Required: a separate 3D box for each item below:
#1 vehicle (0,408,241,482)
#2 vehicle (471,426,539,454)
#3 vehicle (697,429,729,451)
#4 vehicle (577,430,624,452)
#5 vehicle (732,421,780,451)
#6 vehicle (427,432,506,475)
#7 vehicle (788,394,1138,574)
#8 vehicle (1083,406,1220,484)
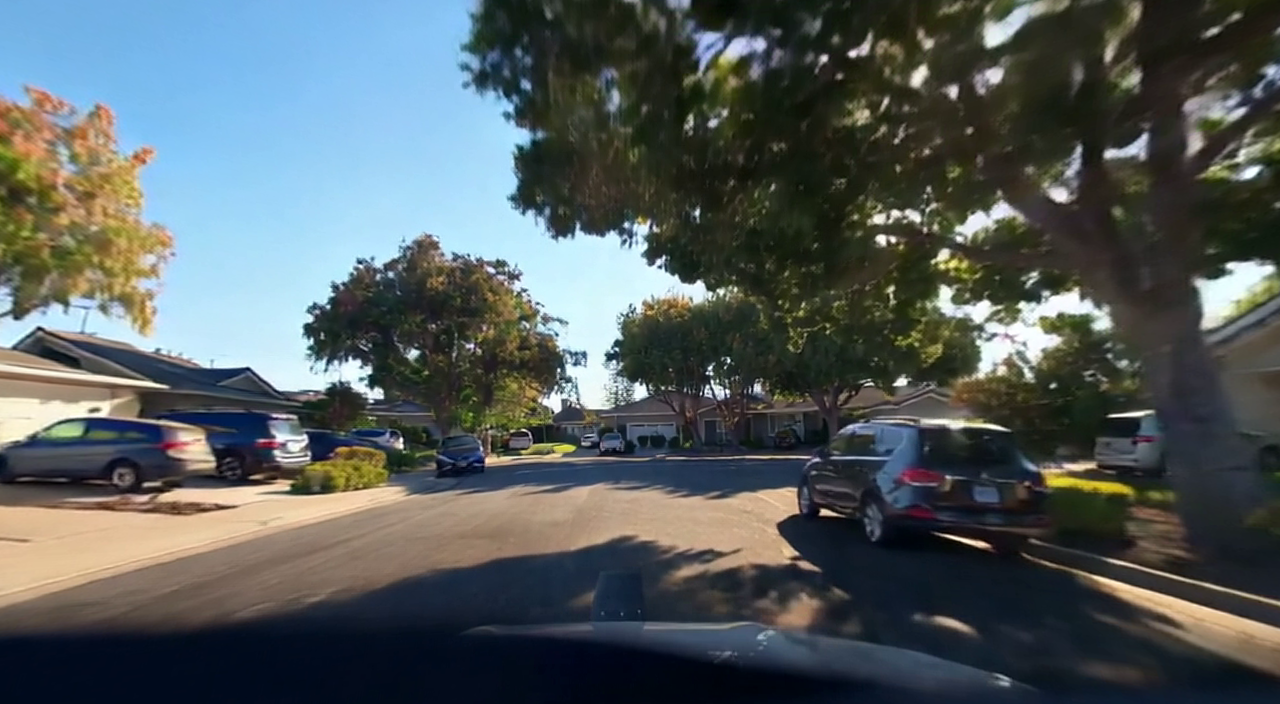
[{"bbox_3d":[-11.778,2.083,14.185,4.221,1.508,2.032,0,-8,0],"label":"vehicle"},{"bbox_3d":[-9.558,6.204,44.543,2.305,1.824,5.096,7,-11,-43],"label":"vehicle"},{"bbox_3d":[5.162,6.316,45.314,1.833,1.540,3.532,0,-8,-1],"label":"vehicle"},{"bbox_3d":[-2.972,6.608,46.890,1.932,1.518,4.343,4,-9,-26],"label":"vehicle"},{"bbox_3d":[8.167,6.001,45.055,2.455,2.018,5.271,0,-8,0],"label":"vehicle"},{"bbox_3d":[-6.794,3.843,24.361,2.236,1.459,4.832,3,-9,-23],"label":"vehicle"},{"bbox_3d":[3.928,1.701,9.137,2.235,1.829,5.194,0,-8,-1],"label":"vehicle"},{"bbox_3d":[12.444,2.286,15.705,1.946,1.633,4.420,-5,-9,31],"label":"vehicle"}]
